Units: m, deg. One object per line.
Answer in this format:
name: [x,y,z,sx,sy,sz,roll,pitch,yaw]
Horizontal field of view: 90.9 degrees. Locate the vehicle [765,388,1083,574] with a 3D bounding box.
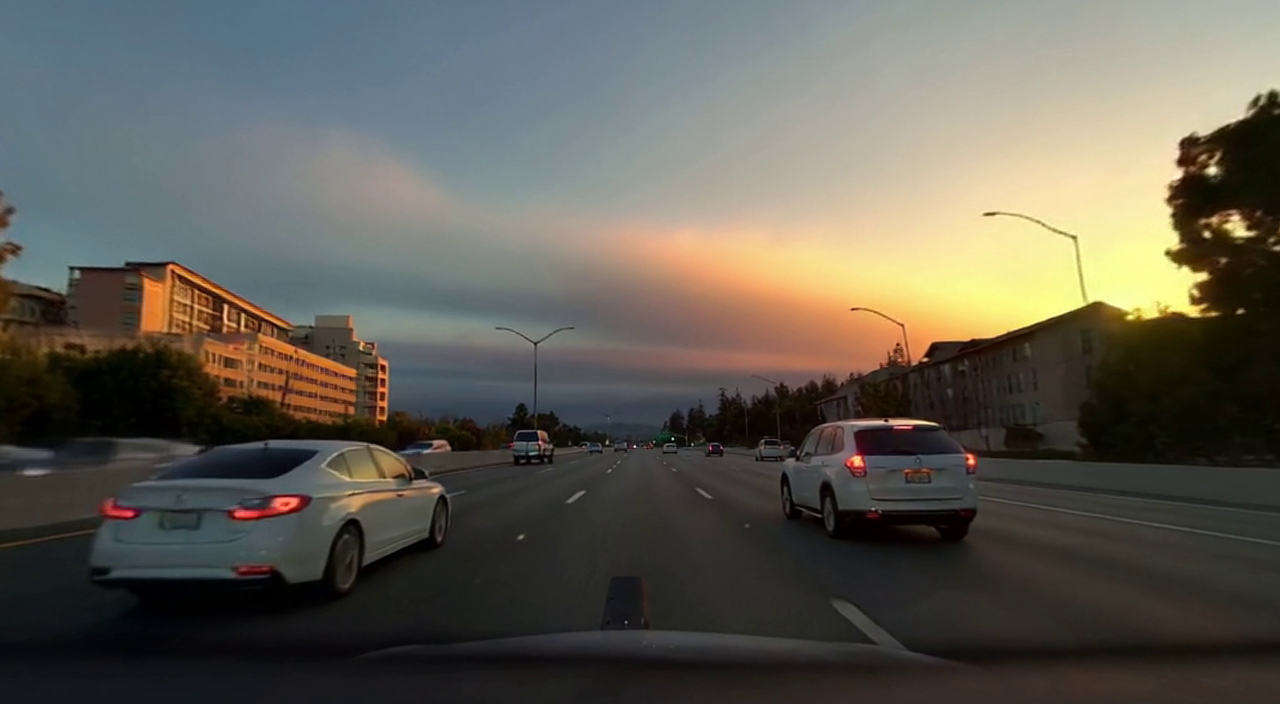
vehicle: [3.359,1.657,8.849,2.148,1.852,4.835,0,-8,0]

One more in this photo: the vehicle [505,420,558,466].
vehicle: [-6.961,5.977,41.312,2.362,2.778,6.630,0,-8,0]

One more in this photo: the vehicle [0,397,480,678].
vehicle: [-3.197,1.381,5.921,2.080,1.542,4.718,0,-8,1]
